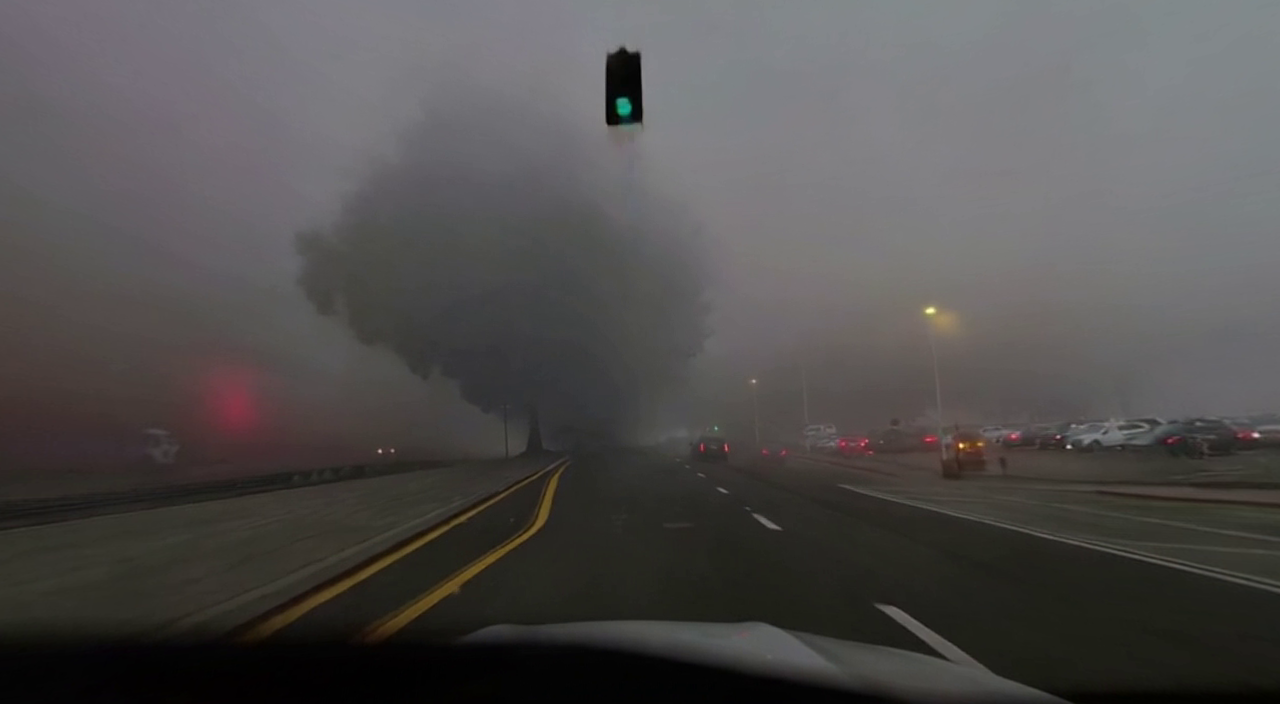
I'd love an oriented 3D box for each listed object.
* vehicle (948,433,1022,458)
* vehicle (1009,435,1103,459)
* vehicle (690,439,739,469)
[{"bbox_3d":[26.386,7.138,48.269,4.544,1.474,1.772,-4,-7,-5],"label":"vehicle"},{"bbox_3d":[26.693,6.097,40.488,4.691,1.436,1.988,0,-8,-4],"label":"vehicle"},{"bbox_3d":[3.972,5.527,34.291,2.038,1.528,4.259,0,-8,-1],"label":"vehicle"}]
